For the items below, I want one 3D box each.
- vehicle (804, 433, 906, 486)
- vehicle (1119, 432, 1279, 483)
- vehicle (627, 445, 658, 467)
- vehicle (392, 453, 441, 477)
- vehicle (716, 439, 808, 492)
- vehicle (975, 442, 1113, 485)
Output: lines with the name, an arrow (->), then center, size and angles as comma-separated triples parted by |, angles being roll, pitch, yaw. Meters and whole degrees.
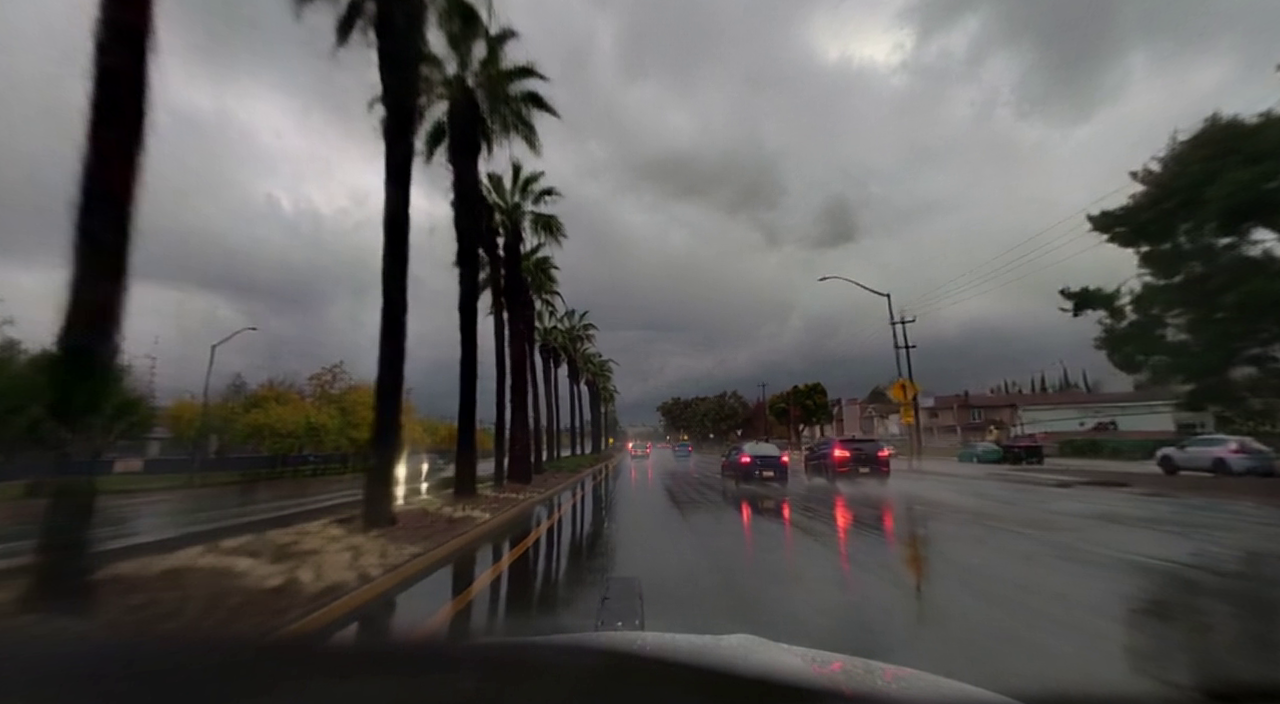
vehicle -> 7.221, 3.647, 21.734 | 1.916, 1.646, 4.258 | 0, -8, -1
vehicle -> 21.574, 3.929, 24.125 | 2.109, 1.697, 5.547 | 0, -7, -2
vehicle -> 0.157, 7.151, 43.632 | 2.031, 1.444, 4.361 | 0, -8, -1
vehicle -> -16.821, 8.498, 47.770 | 1.972, 1.687, 4.480 | 0, -8, 0
vehicle -> 3.663, 3.491, 19.807 | 1.875, 1.452, 4.453 | 0, -8, -2
vehicle -> 15.118, 4.169, 24.066 | 2.001, 1.463, 4.781 | 0, -8, -1
